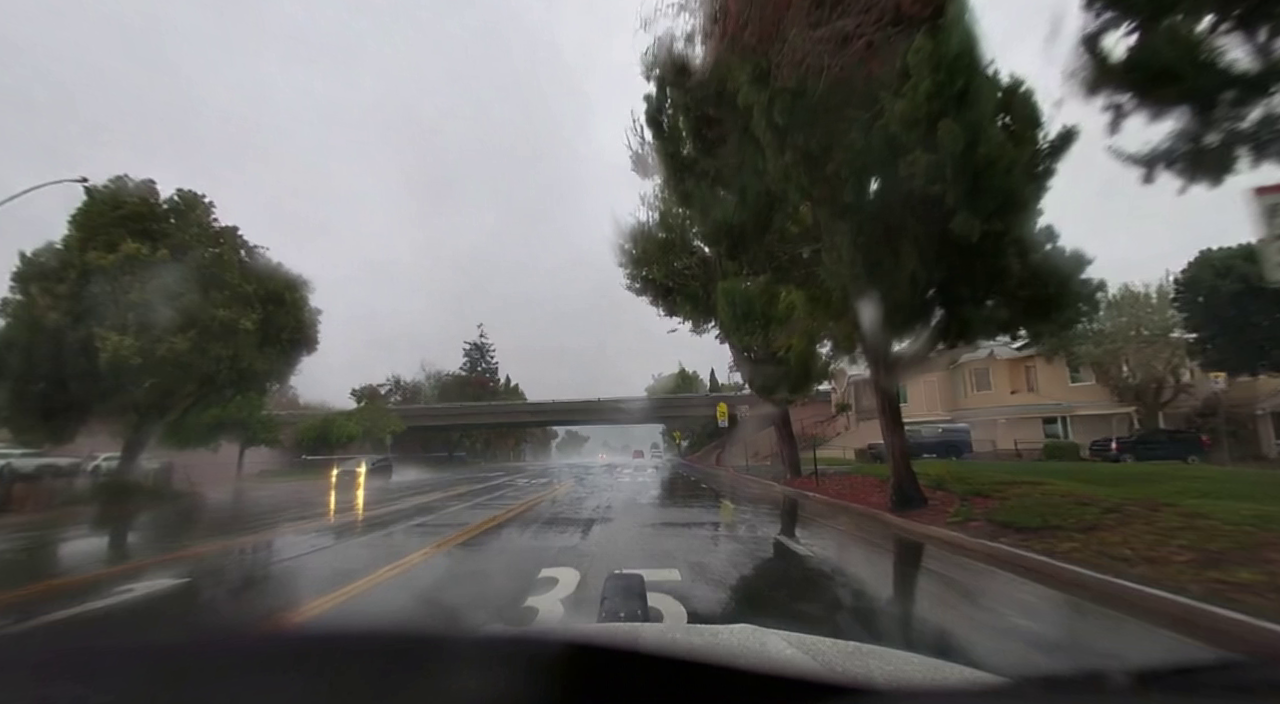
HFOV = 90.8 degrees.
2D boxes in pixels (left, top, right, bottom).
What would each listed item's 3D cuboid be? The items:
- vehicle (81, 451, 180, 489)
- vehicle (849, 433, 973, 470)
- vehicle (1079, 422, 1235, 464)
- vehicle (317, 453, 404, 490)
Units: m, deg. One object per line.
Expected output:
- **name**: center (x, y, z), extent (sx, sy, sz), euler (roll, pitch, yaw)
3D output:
- **vehicle**: center (-32.205, 7.428, 40.135), extent (1.990, 2.165, 4.424), euler (-2, -9, 13)
- **vehicle**: center (11.501, 4.262, 27.191), extent (1.809, 1.432, 4.629), euler (5, -10, -31)
- **vehicle**: center (22.964, 4.126, 28.301), extent (1.866, 1.483, 4.910), euler (1, -10, -30)
- **vehicle**: center (-13.121, 5.599, 30.042), extent (1.972, 1.551, 4.755), euler (-1, -9, 0)
